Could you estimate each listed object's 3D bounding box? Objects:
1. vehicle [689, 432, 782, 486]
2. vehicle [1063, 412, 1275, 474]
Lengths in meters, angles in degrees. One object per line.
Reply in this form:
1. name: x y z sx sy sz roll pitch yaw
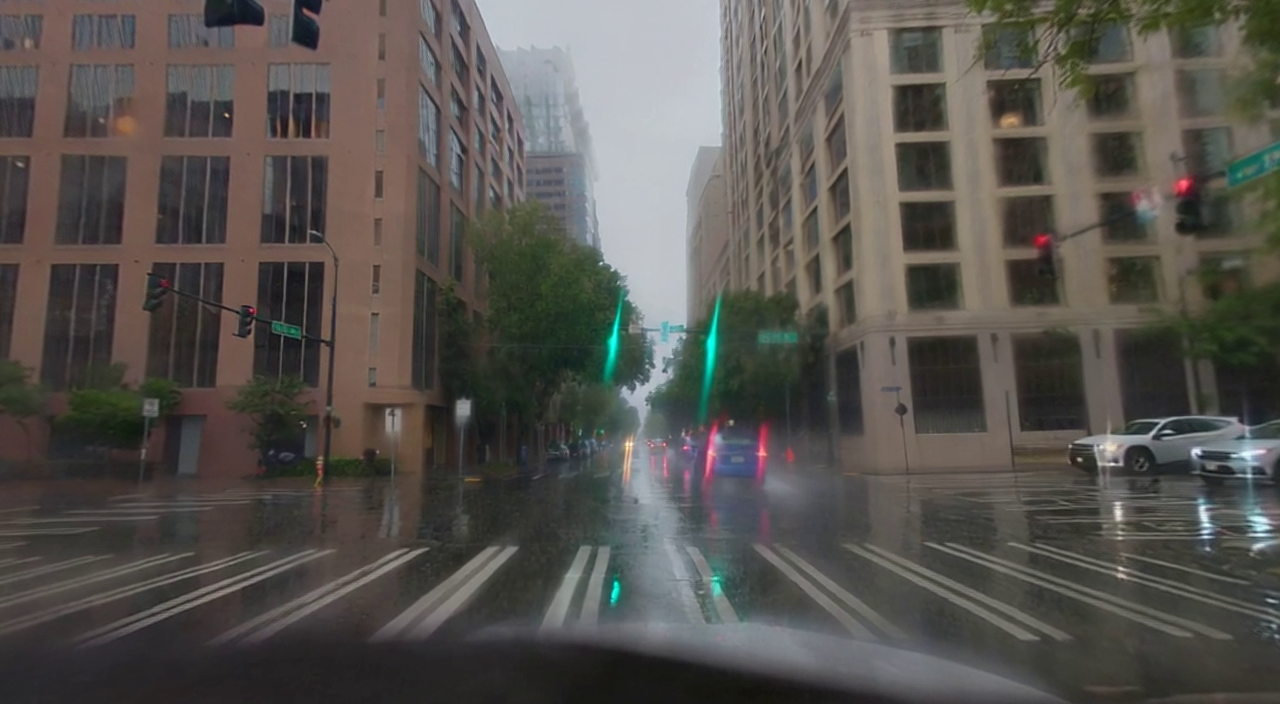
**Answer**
1. vehicle: 2.811 3.264 19.592 2.039 1.470 4.355 0 -8 -2
2. vehicle: 16.916 2.938 20.405 4.802 1.860 2.146 0 -8 1
